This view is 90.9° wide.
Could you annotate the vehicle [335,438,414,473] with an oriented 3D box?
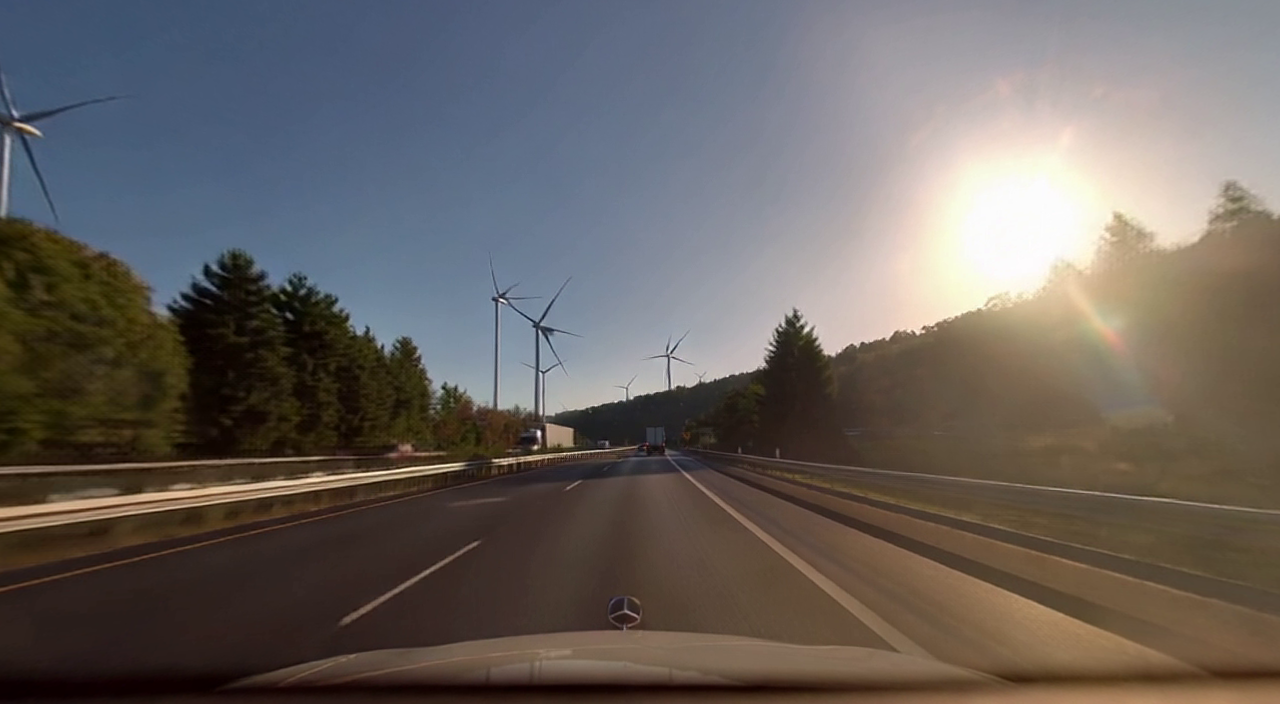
[{"bbox_3d":[-12.978,5.106,31.155,1.957,1.611,4.361,0,-9,1],"label":"vehicle"}]
